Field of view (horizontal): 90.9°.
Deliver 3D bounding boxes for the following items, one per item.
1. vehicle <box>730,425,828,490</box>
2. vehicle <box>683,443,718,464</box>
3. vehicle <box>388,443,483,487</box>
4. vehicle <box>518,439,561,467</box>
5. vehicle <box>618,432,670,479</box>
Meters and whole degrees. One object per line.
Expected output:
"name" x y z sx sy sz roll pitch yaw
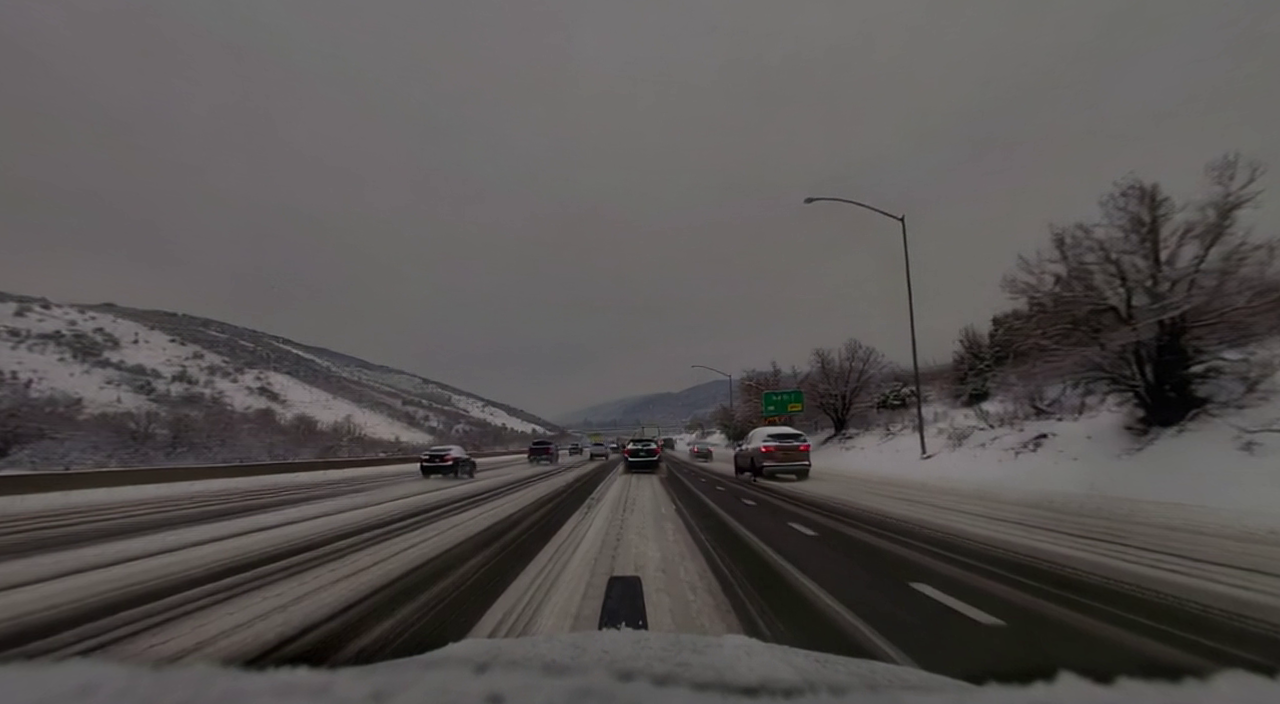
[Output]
"vehicle" 4.372 3.409 20.674 2.029 1.859 4.669 0 -8 -1
"vehicle" 4.306 7.271 45.385 1.998 1.456 4.338 0 -8 -1
"vehicle" -7.587 4.216 23.967 1.916 1.482 4.908 0 -8 0
"vehicle" -6.909 7.017 43.990 2.160 1.799 5.001 0 -8 0
"vehicle" 0.154 4.412 27.102 2.052 1.808 3.898 0 -8 0
